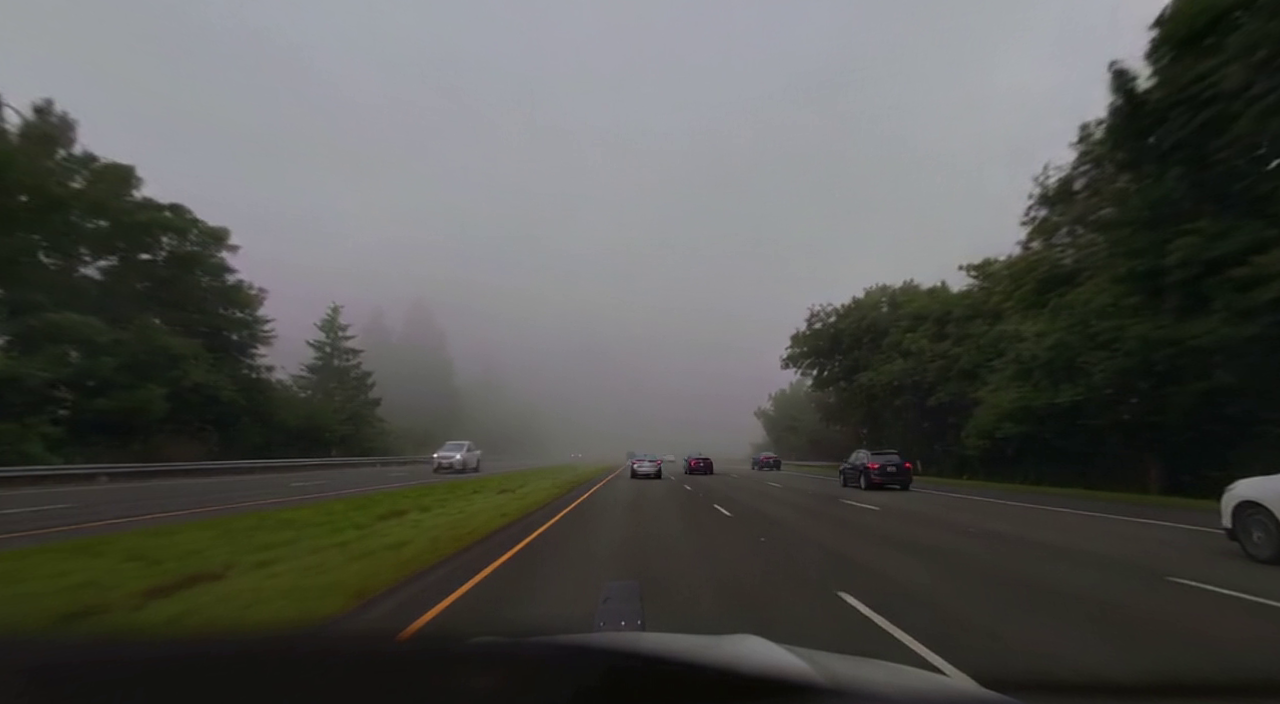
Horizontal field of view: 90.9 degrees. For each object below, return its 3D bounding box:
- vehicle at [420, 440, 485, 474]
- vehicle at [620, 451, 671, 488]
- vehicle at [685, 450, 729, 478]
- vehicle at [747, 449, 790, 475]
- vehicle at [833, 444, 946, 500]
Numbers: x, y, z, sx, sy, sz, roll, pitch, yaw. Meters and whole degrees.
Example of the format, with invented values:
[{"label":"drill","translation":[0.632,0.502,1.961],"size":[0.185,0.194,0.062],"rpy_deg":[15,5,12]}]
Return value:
[{"label":"vehicle","translation":[-9.518,5.379,32.298],"size":[2.015,1.592,4.220],"rpy_deg":[0,-9,0]},{"label":"vehicle","translation":[0.188,4.917,26.723],"size":[2.020,1.426,3.702],"rpy_deg":[0,-9,-1]},{"label":"vehicle","translation":[3.837,6.462,36.691],"size":[1.981,1.518,4.029],"rpy_deg":[0,-9,-2]},{"label":"vehicle","translation":[8.414,7.209,41.516],"size":[1.957,1.594,3.632],"rpy_deg":[0,-9,-2]},{"label":"vehicle","translation":[7.548,3.648,19.497],"size":[1.847,1.554,3.752],"rpy_deg":[0,-9,-1]}]
